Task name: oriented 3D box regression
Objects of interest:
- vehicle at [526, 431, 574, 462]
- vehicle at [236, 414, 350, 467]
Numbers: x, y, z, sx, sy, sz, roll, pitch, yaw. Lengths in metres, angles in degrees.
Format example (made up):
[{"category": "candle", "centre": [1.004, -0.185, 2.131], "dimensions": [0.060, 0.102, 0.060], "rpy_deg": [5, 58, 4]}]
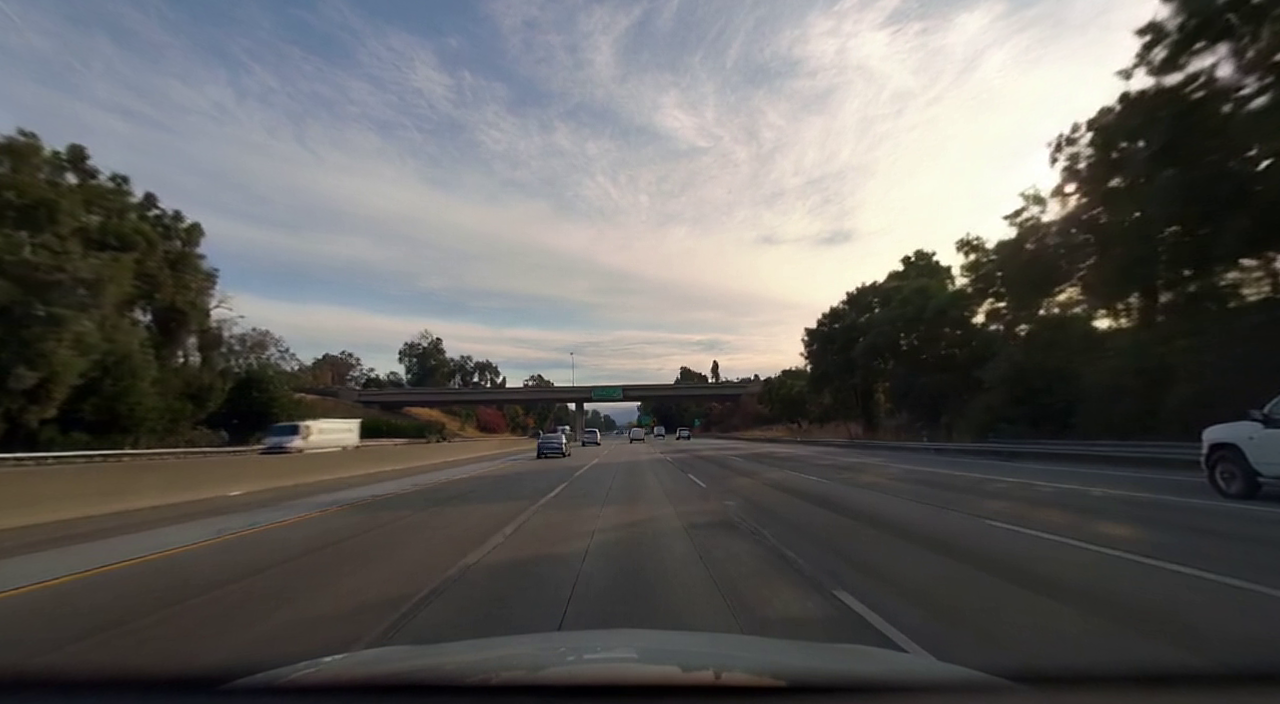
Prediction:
[{"category": "vehicle", "centre": [-4.495, 4.804, 32.146], "dimensions": [1.933, 1.473, 4.023], "rpy_deg": [0, -8, -1]}, {"category": "vehicle", "centre": [-17.717, 4.588, 32.675], "dimensions": [2.531, 2.469, 6.080], "rpy_deg": [0, -8, -1]}]
